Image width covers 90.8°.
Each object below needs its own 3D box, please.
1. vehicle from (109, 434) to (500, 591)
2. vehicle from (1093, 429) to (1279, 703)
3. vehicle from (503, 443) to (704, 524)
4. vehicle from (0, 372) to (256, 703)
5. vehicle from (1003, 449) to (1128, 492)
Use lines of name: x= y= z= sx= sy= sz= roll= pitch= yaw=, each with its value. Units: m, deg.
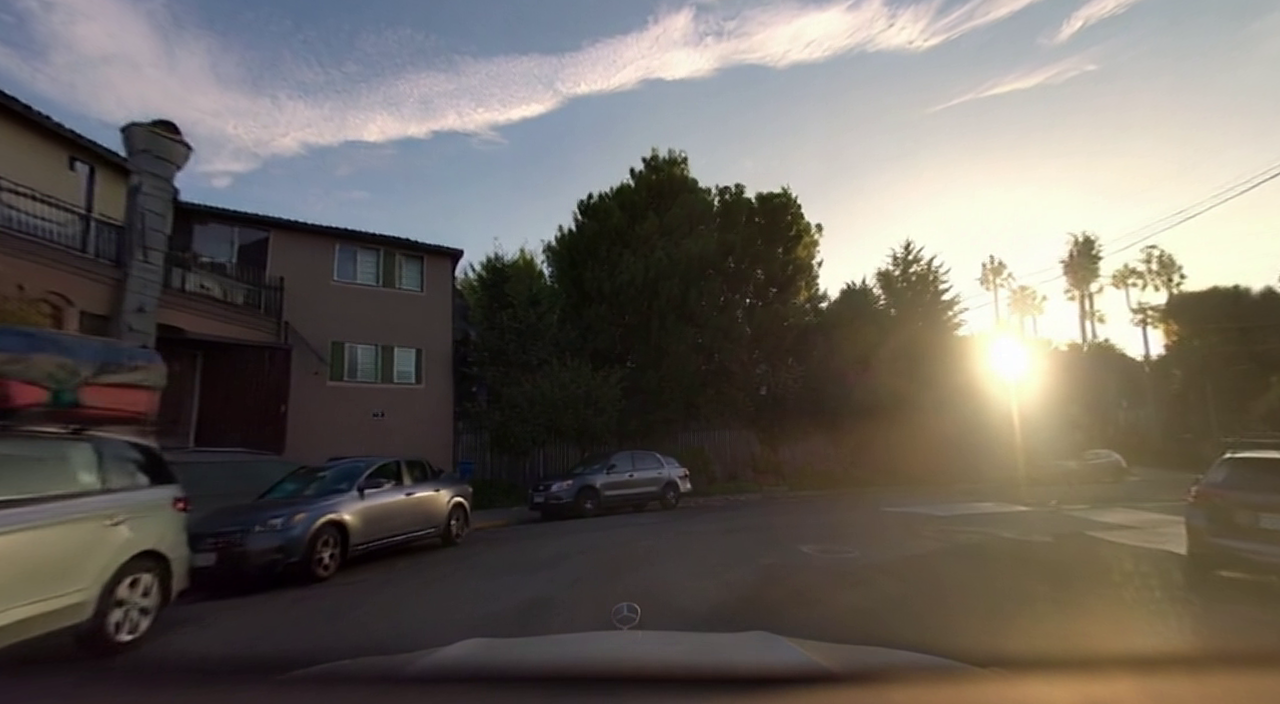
vehicle: x=-3.895 y=2.014 z=8.567 sx=1.943 sy=1.475 sz=4.701 roll=-5 pitch=-11 yaw=14
vehicle: x=5.053 y=1.395 z=4.920 sx=2.054 sy=1.509 sz=4.671 roll=-6 pitch=-10 yaw=39
vehicle: x=-0.718 y=2.865 z=14.476 sx=4.217 sy=1.547 sz=2.082 roll=8 pitch=-11 yaw=-43
vehicle: x=-4.407 y=0.972 z=2.871 sx=2.247 sy=1.702 sz=5.043 roll=-4 pitch=-11 yaw=-1
vehicle: x=16.497 y=4.529 z=24.461 sx=4.731 sy=1.478 sz=1.930 roll=5 pitch=-9 yaw=-28
